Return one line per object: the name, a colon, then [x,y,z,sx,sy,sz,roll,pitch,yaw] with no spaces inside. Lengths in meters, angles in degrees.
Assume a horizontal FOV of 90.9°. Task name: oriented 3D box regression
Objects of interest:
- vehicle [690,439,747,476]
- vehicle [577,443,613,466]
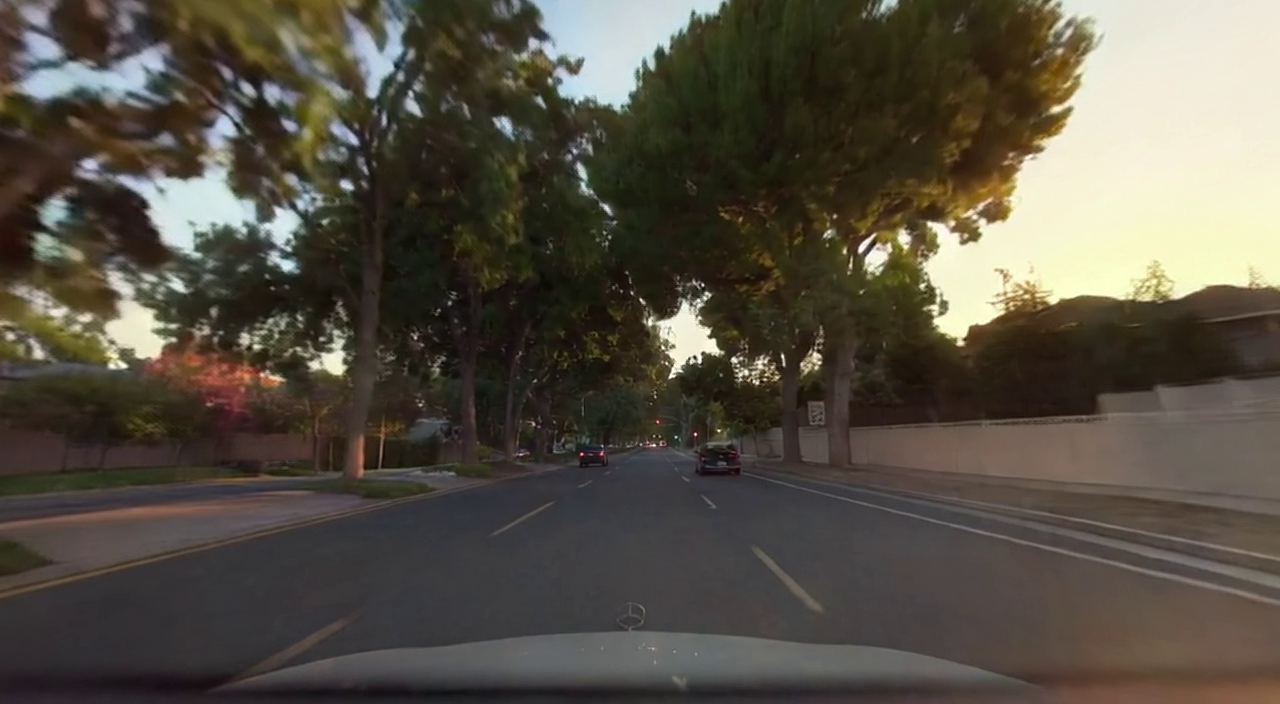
vehicle: [3.453,4.752,28.584,1.992,1.511,4.464,0,-9,0]
vehicle: [-3.036,7.050,43.488,2.011,1.480,4.517,0,-9,2]
